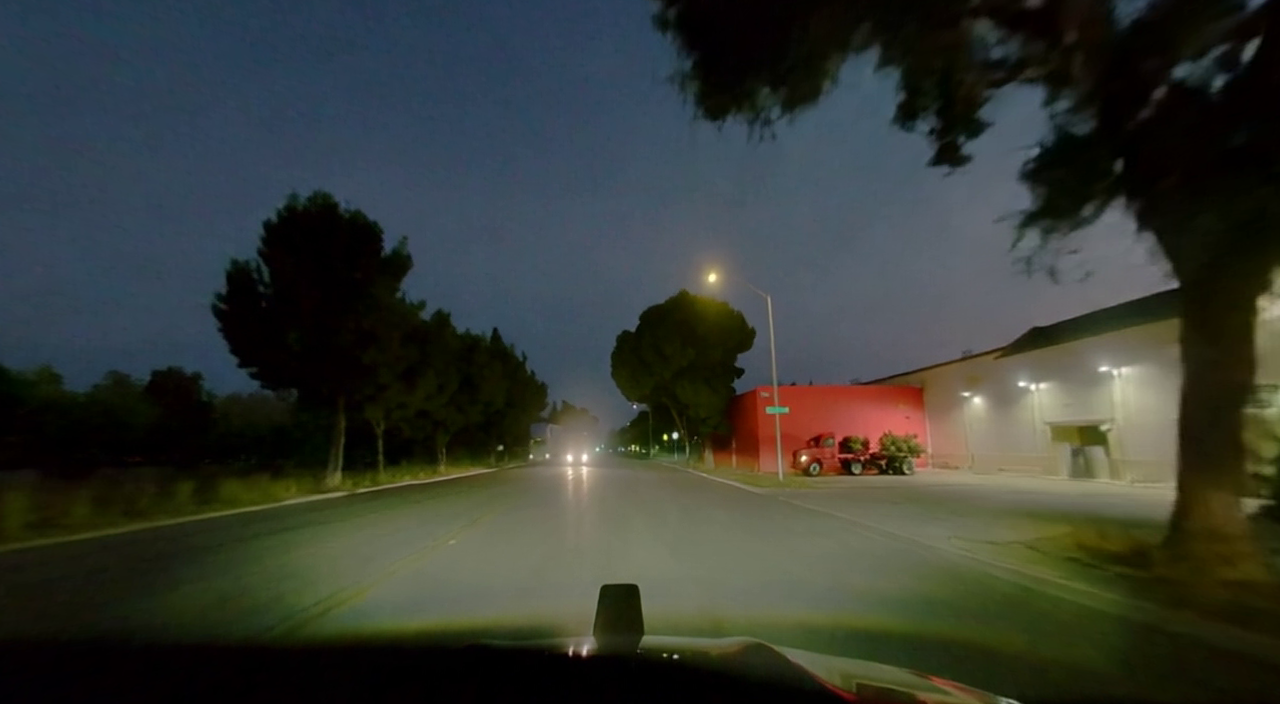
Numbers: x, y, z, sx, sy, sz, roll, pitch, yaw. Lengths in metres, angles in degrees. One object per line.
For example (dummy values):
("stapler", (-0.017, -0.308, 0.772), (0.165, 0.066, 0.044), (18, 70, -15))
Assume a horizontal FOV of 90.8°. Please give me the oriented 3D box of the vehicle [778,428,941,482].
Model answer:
("vehicle", (10.912, 5.175, 31.877), (7.188, 2.416, 2.528), (-1, -9, -3))
